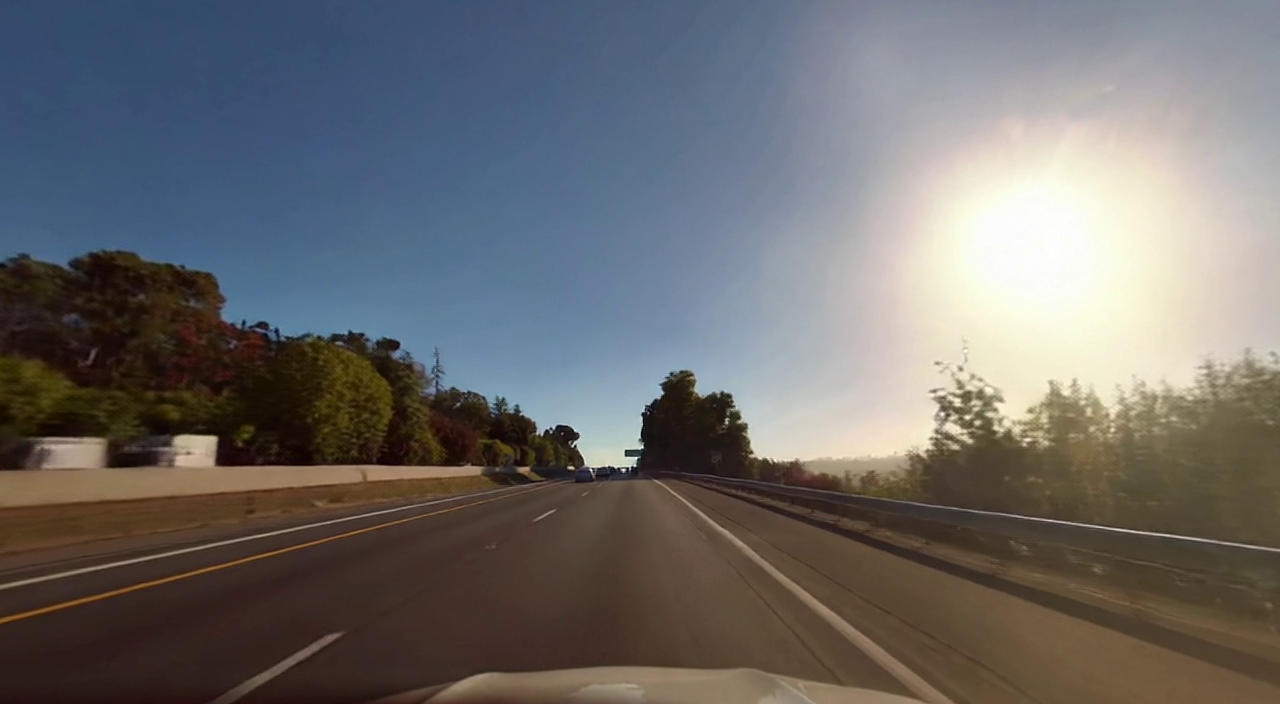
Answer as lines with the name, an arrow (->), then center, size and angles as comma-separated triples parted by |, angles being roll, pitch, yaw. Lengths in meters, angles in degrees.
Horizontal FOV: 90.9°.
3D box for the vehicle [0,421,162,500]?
vehicle -> -24.776, 4.711, 27.170 | 2.567, 2.922, 7.116 | 1, -11, 0
